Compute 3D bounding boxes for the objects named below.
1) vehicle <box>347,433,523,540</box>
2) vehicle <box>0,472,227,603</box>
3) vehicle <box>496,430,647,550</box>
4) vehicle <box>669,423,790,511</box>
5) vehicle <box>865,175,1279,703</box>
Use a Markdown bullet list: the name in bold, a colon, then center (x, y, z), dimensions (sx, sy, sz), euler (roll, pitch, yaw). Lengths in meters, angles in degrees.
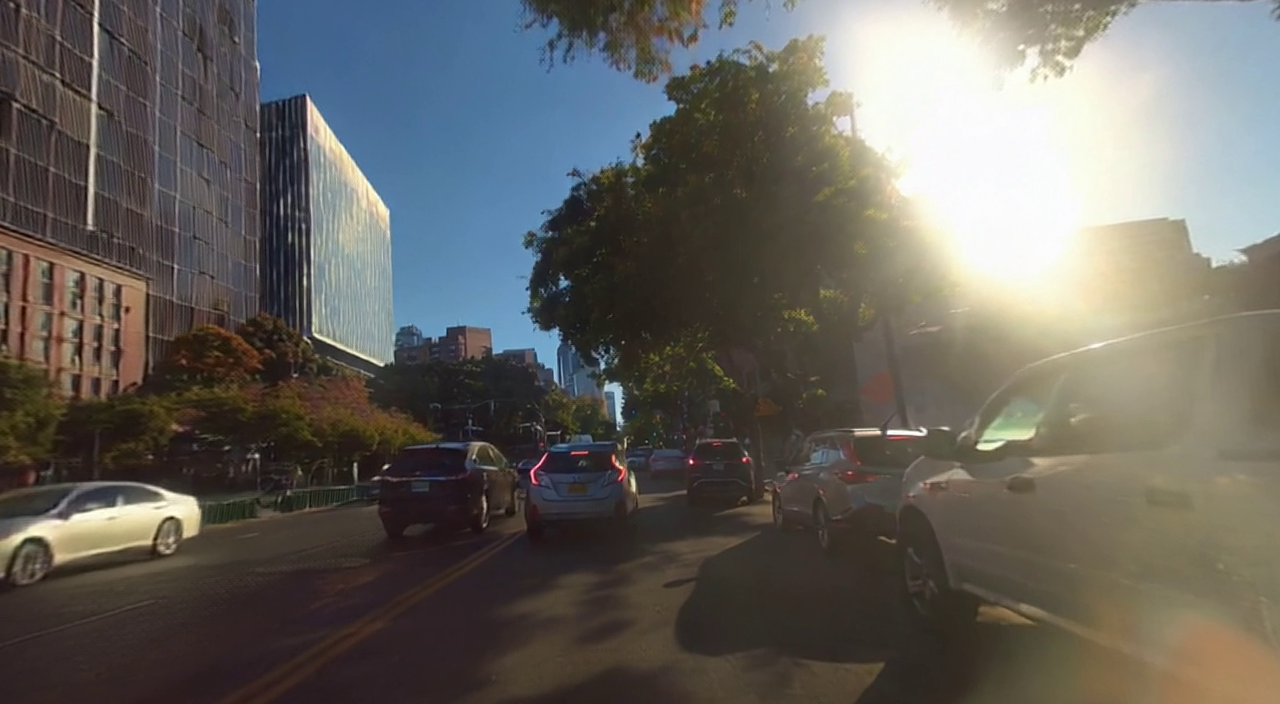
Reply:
- **vehicle**: center (-3.941, 2.640, 13.184), dimensions (2.000, 1.818, 4.668), euler (0, -8, 2)
- **vehicle**: center (-9.281, 2.805, 10.282), dimensions (1.976, 1.475, 4.684), euler (0, -8, -1)
- **vehicle**: center (-0.939, 2.241, 10.940), dimensions (2.076, 1.667, 3.948), euler (0, -8, 1)
- **vehicle**: center (2.559, 2.963, 16.873), dimensions (2.352, 1.953, 4.798), euler (-3, -9, 18)
- **vehicle**: center (2.972, 0.613, 2.413), dimensions (2.225, 2.070, 5.264), euler (0, -8, -1)
